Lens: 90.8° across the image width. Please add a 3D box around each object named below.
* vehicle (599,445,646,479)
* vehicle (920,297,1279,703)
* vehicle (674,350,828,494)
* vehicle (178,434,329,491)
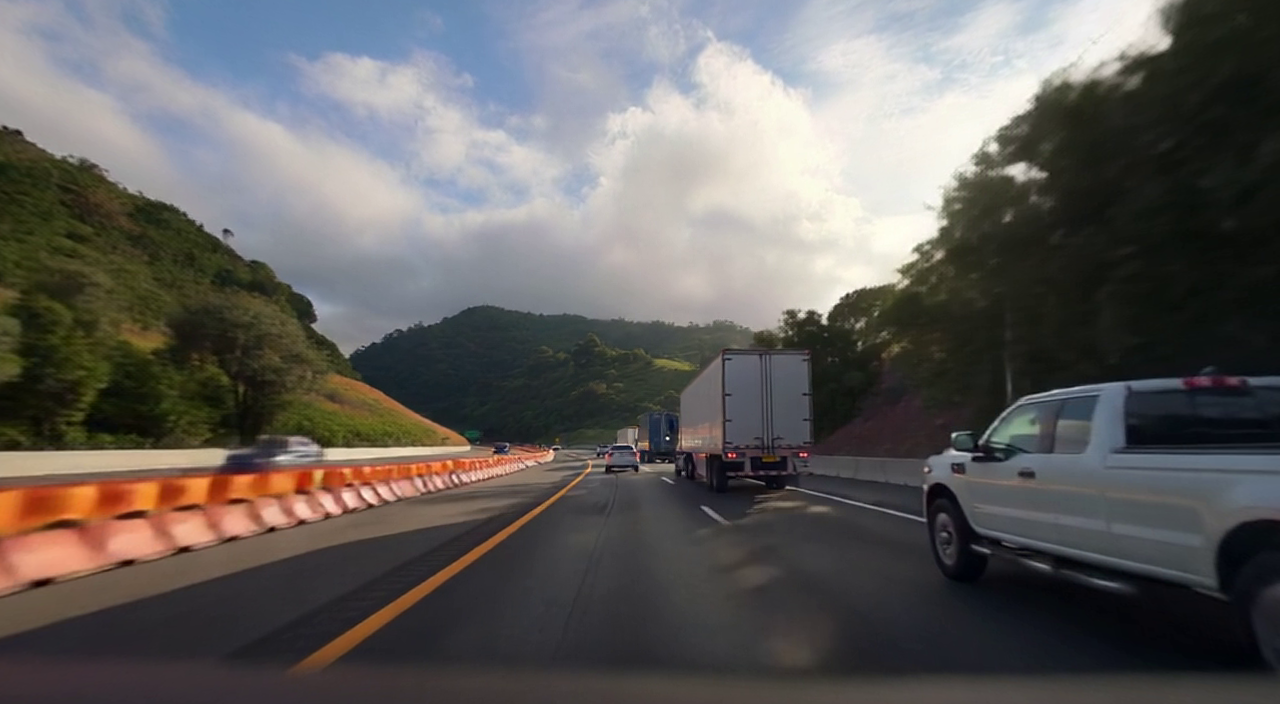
[{"bbox_3d":[-0.840,4.999,28.781,2.029,1.437,3.794,0,-9,-3],"label":"vehicle"},{"bbox_3d":[3.881,0.877,3.642,2.034,1.968,5.221,0,-9,-1],"label":"vehicle"},{"bbox_3d":[3.512,3.097,25.212,2.911,4.099,14.578,0,-9,-3],"label":"vehicle"},{"bbox_3d":[-11.141,3.228,18.630,1.803,1.471,4.299,0,-9,-1],"label":"vehicle"}]
